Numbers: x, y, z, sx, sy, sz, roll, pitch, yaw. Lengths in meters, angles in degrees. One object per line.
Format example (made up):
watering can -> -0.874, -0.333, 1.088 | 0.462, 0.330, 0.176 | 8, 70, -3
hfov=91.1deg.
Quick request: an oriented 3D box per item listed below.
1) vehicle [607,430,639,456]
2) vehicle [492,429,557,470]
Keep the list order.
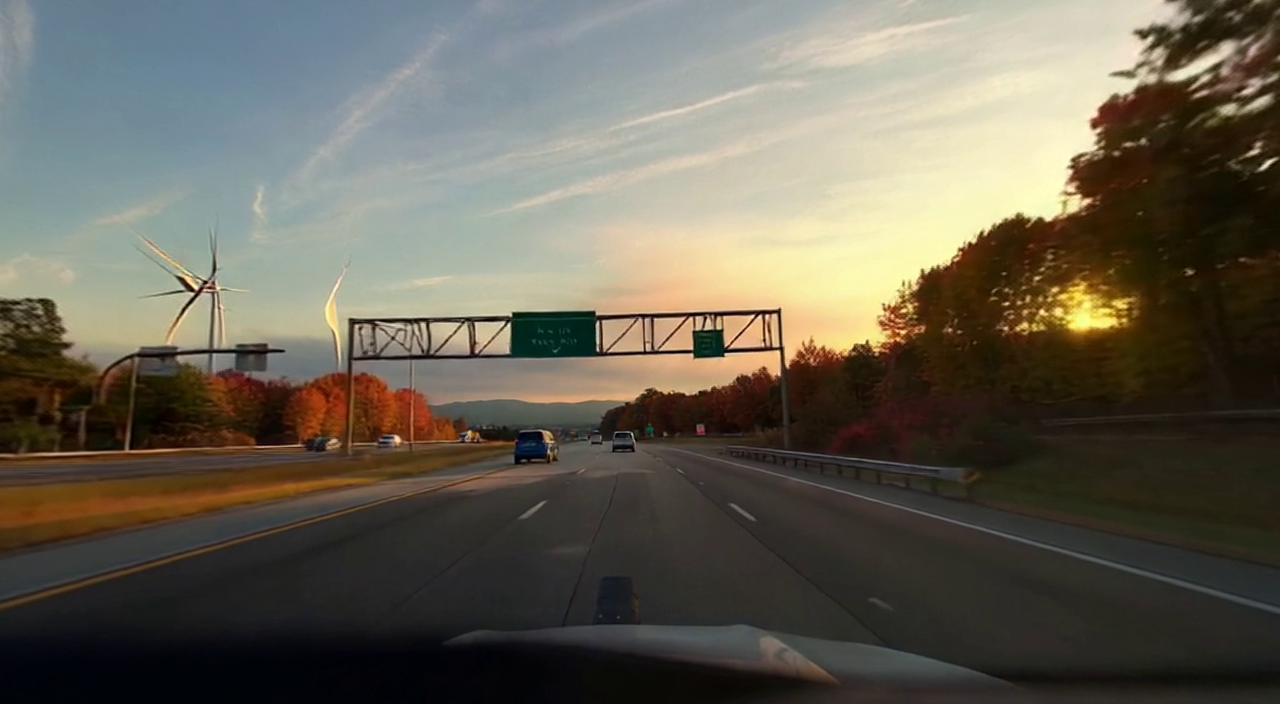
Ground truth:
vehicle -> -1.212, 6.554, 45.448 | 2.213, 1.774, 4.563 | 0, -8, -1
vehicle -> -4.944, 4.227, 27.491 | 2.062, 1.622, 4.153 | 0, -8, -1
